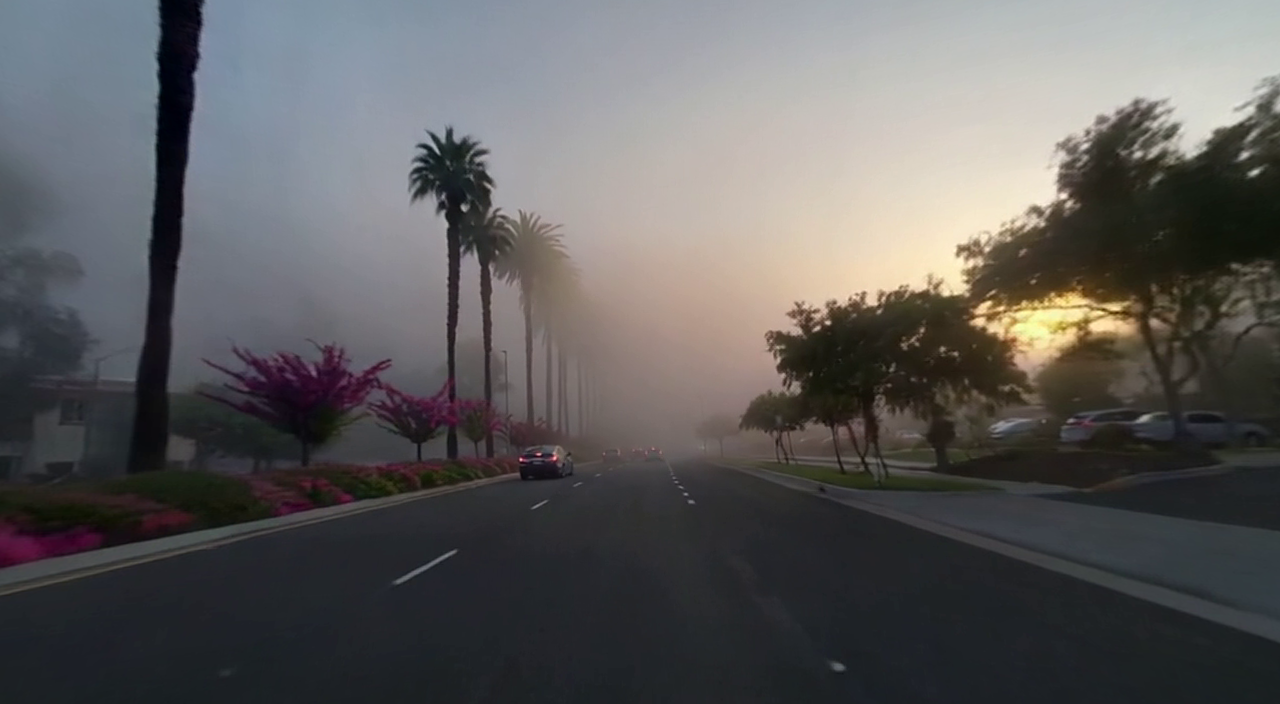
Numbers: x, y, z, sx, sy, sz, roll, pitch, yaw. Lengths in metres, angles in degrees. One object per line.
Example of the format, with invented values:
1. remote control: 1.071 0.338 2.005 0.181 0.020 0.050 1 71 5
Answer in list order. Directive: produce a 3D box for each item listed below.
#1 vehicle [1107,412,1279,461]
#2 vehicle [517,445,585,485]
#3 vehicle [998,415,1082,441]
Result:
1. vehicle: 19.607 3.009 22.233 4.364 1.609 1.917 -2 -9 8
2. vehicle: -3.557 4.599 25.905 2.036 1.478 4.508 -1 -9 2
3. vehicle: 25.191 4.824 39.642 3.956 1.565 1.886 -1 -9 4
